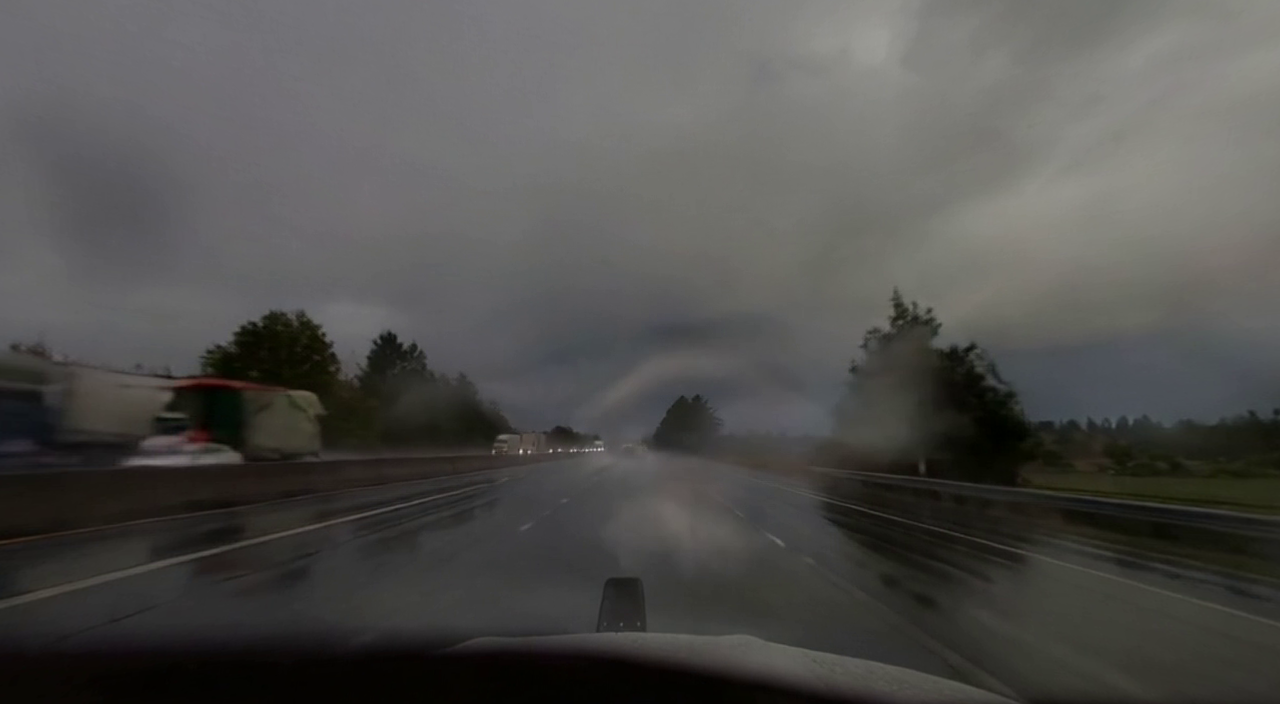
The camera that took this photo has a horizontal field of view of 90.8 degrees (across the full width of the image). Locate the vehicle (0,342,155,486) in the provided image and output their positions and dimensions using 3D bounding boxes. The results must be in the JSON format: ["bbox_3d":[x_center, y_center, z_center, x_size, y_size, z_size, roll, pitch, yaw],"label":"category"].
[{"bbox_3d":[-18.907,2.057,19.475,3.001,3.871,5.872,0,-9,0],"label":"vehicle"}]
